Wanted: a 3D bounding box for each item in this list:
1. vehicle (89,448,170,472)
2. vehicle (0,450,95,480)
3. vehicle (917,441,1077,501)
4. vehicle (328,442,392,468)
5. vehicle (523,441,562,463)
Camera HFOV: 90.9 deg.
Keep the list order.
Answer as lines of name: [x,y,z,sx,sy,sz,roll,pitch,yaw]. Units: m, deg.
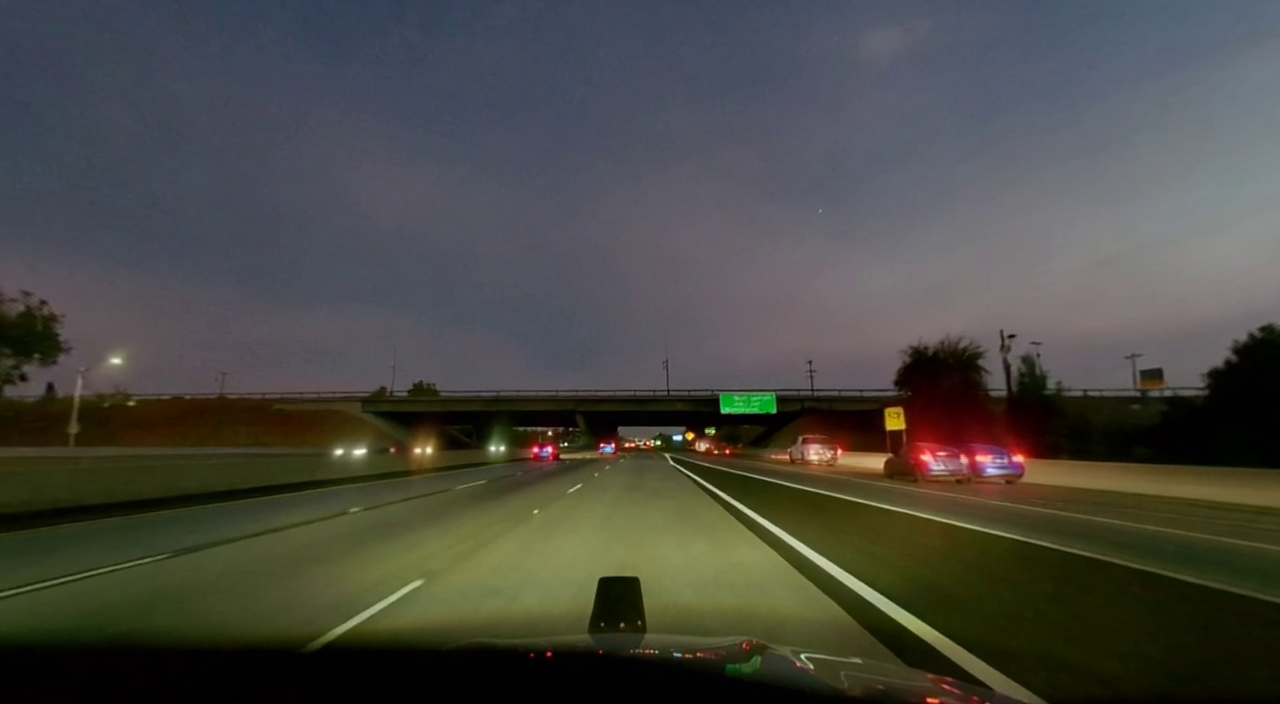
vehicle: [-36.599,7.732,45.396,1.829,1.644,4.584,0,-8,3]
vehicle: [-33.752,6.296,35.372,1.906,1.488,4.742,-1,-8,4]
vehicle: [10.044,3.352,18.218,2.000,1.515,4.188,0,-8,-3]
vehicle: [-17.583,6.461,39.837,1.985,1.554,4.433,0,-8,1]
vehicle: [-7.000,7.242,45.663,1.987,1.486,4.174,0,-8,2]
